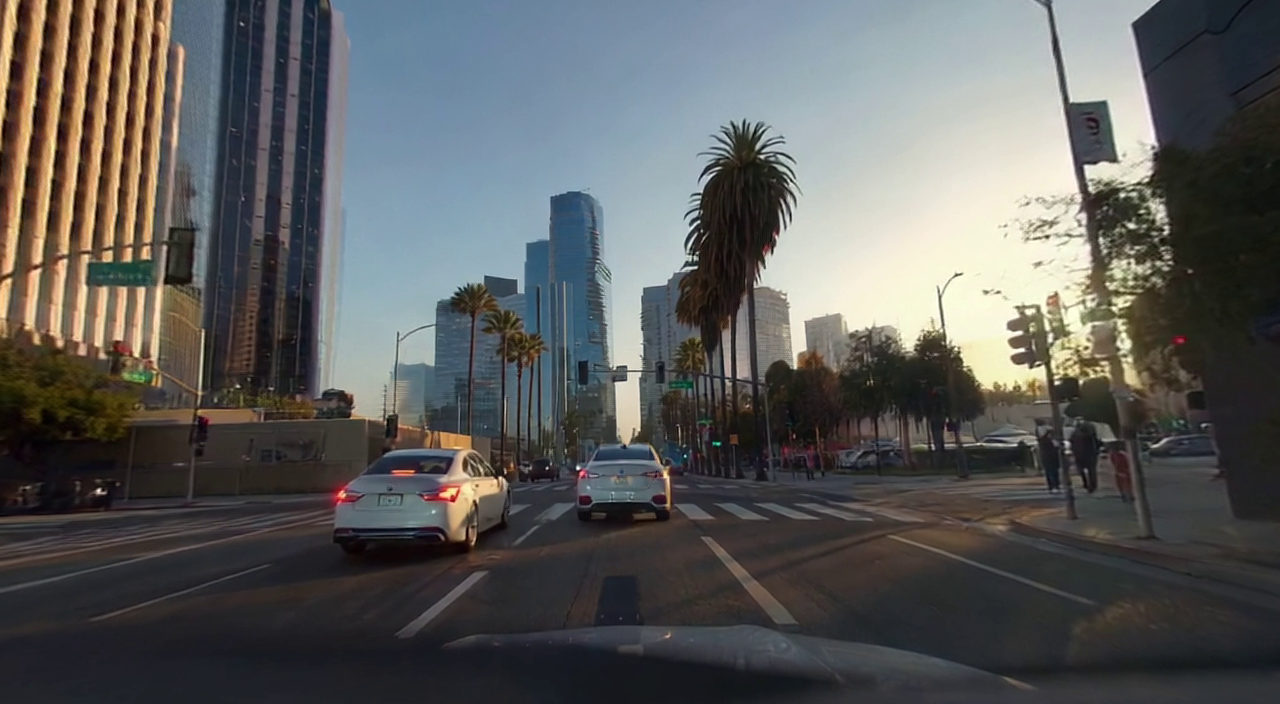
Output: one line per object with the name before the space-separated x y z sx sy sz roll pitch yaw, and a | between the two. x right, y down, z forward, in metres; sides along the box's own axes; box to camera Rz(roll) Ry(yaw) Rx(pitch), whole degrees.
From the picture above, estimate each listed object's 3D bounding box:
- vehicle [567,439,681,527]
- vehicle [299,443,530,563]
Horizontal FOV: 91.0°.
vehicle | -0.341 2.788 14.008 2.145 1.632 3.972 0 -8 -1
vehicle | -3.296 2.282 10.422 2.096 1.492 4.666 0 -8 0
